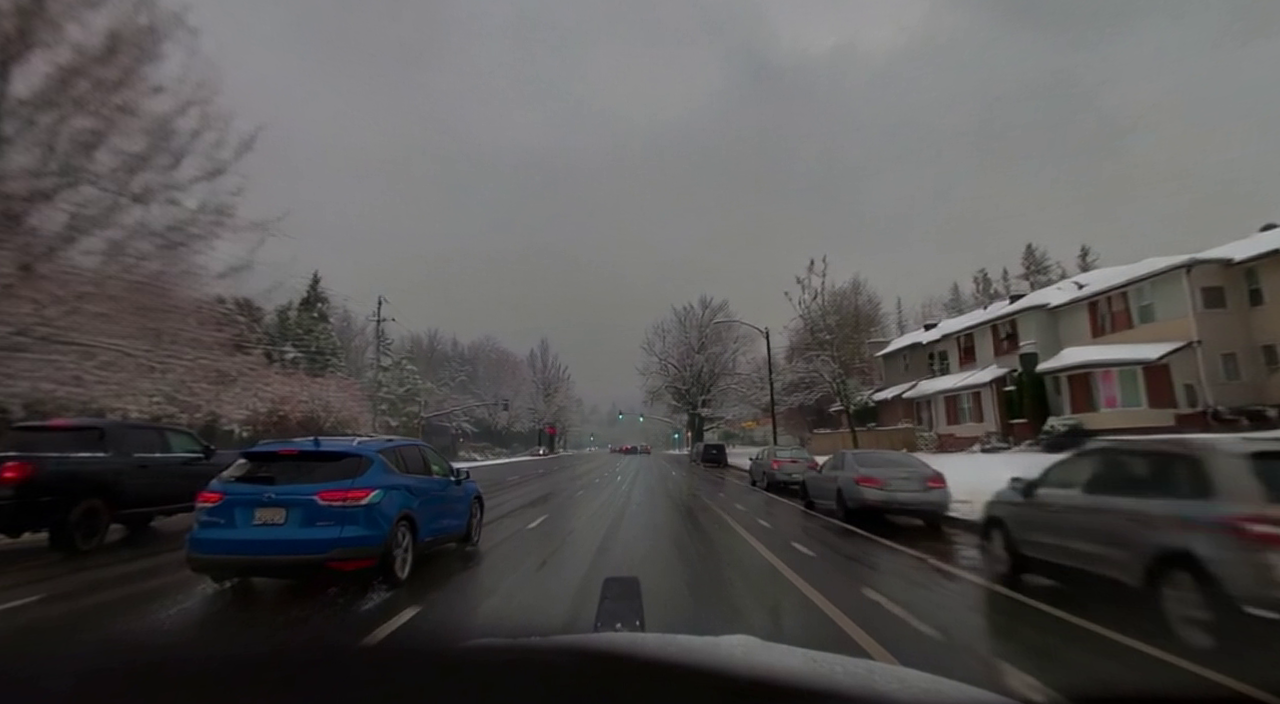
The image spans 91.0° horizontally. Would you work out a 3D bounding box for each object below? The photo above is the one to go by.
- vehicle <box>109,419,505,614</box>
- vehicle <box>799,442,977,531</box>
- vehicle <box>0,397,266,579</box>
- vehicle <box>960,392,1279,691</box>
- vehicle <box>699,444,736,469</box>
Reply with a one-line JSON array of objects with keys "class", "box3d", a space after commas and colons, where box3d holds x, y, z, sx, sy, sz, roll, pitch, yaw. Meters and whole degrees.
[{"class": "vehicle", "box3d": [-3.064, 1.610, 7.161, 1.982, 1.478, 4.465, 0, -9, 1]}, {"class": "vehicle", "box3d": [4.828, 2.650, 13.134, 1.889, 1.491, 4.614, 0, -9, 1]}, {"class": "vehicle", "box3d": [-7.147, 1.592, 8.003, 2.034, 1.711, 4.512, 1, -9, -1]}, {"class": "vehicle", "box3d": [4.687, 1.296, 4.925, 2.014, 1.700, 4.369, 1, -9, 0]}, {"class": "vehicle", "box3d": [4.879, 6.685, 40.372, 1.955, 1.499, 4.536, 0, -9, 2]}]
